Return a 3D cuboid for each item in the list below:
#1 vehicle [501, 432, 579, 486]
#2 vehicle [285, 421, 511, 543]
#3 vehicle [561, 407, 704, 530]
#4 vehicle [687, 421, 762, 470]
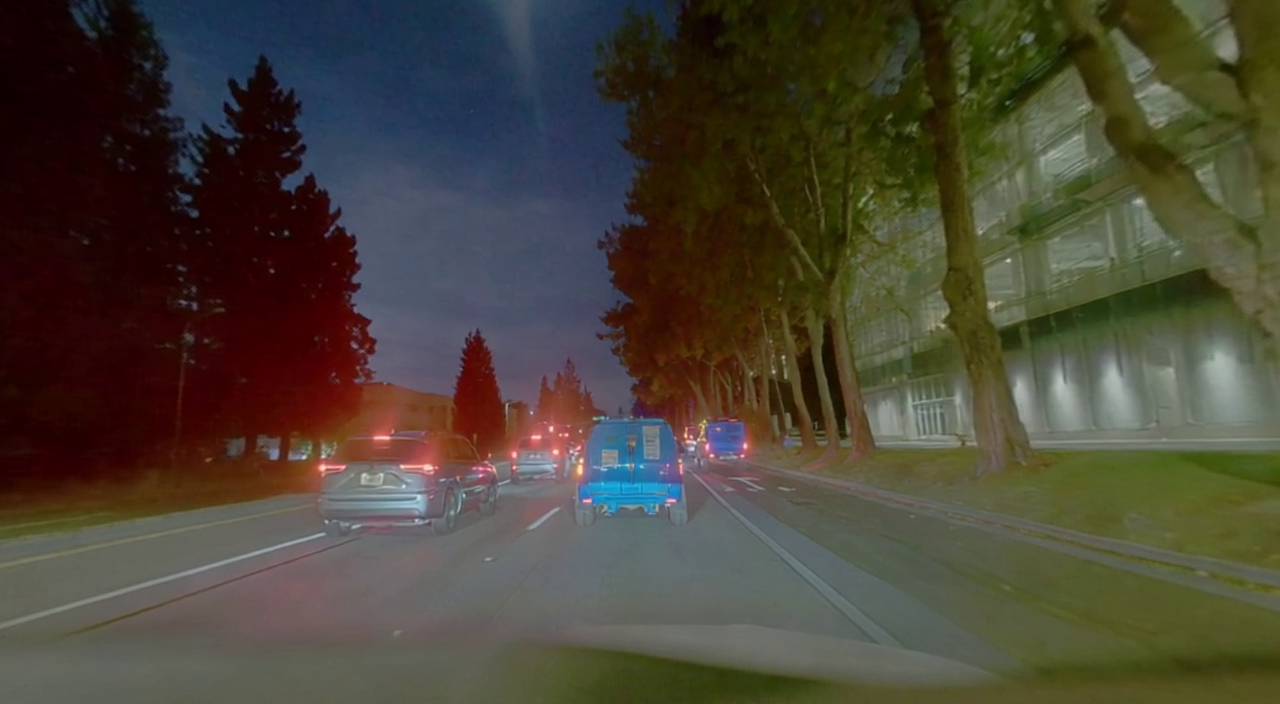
[{"bbox_3d":[-3.233,3.537,21.132,1.894,1.642,3.861,0,-8,1],"label":"vehicle"},{"bbox_3d":[-3.741,2.089,10.852,1.959,1.614,4.676,0,-8,1],"label":"vehicle"},{"bbox_3d":[-0.085,1.995,11.273,2.075,1.770,4.018,0,-8,1],"label":"vehicle"},{"bbox_3d":[3.780,4.385,29.575,2.655,2.054,6.098,0,-8,0],"label":"vehicle"}]
